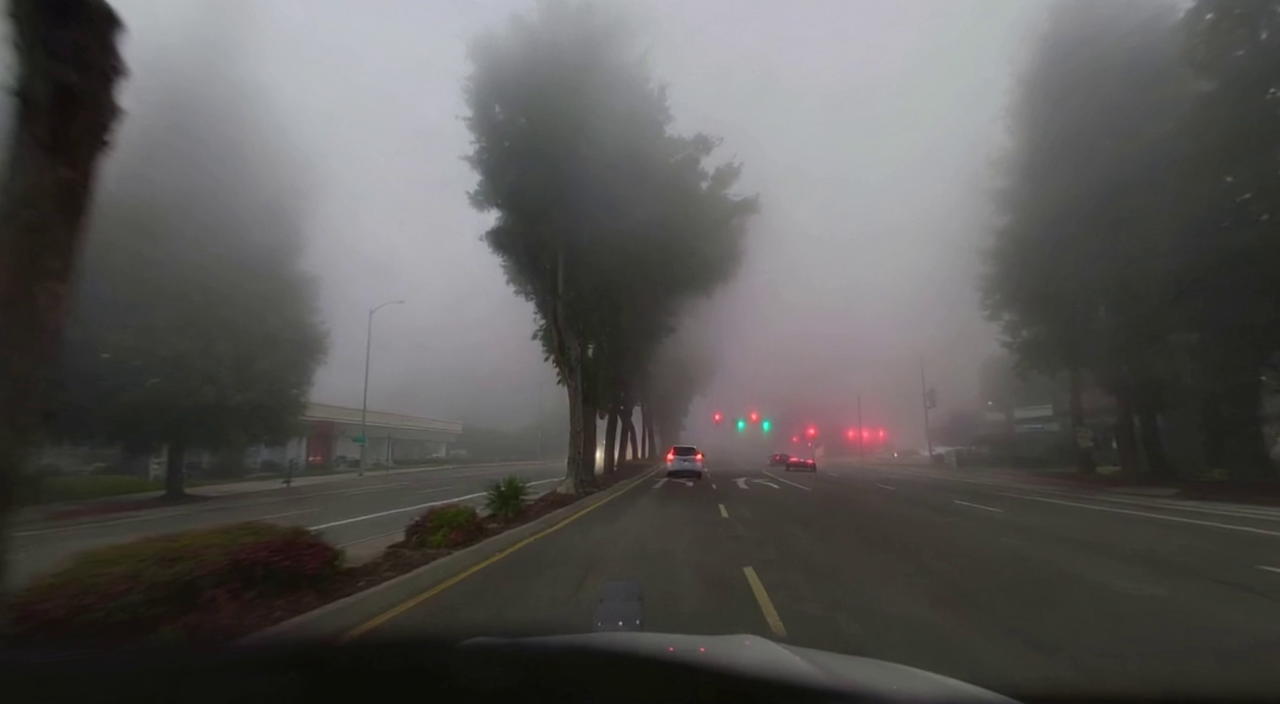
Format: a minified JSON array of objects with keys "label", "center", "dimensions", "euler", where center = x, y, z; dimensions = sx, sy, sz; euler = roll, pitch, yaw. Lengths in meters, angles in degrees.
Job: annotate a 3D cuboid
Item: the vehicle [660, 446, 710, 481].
[{"label":"vehicle","center":[2.045,4.983,28.534],"dimensions":[2.064,1.477,3.968],"euler":[-1,-9,4]}]
